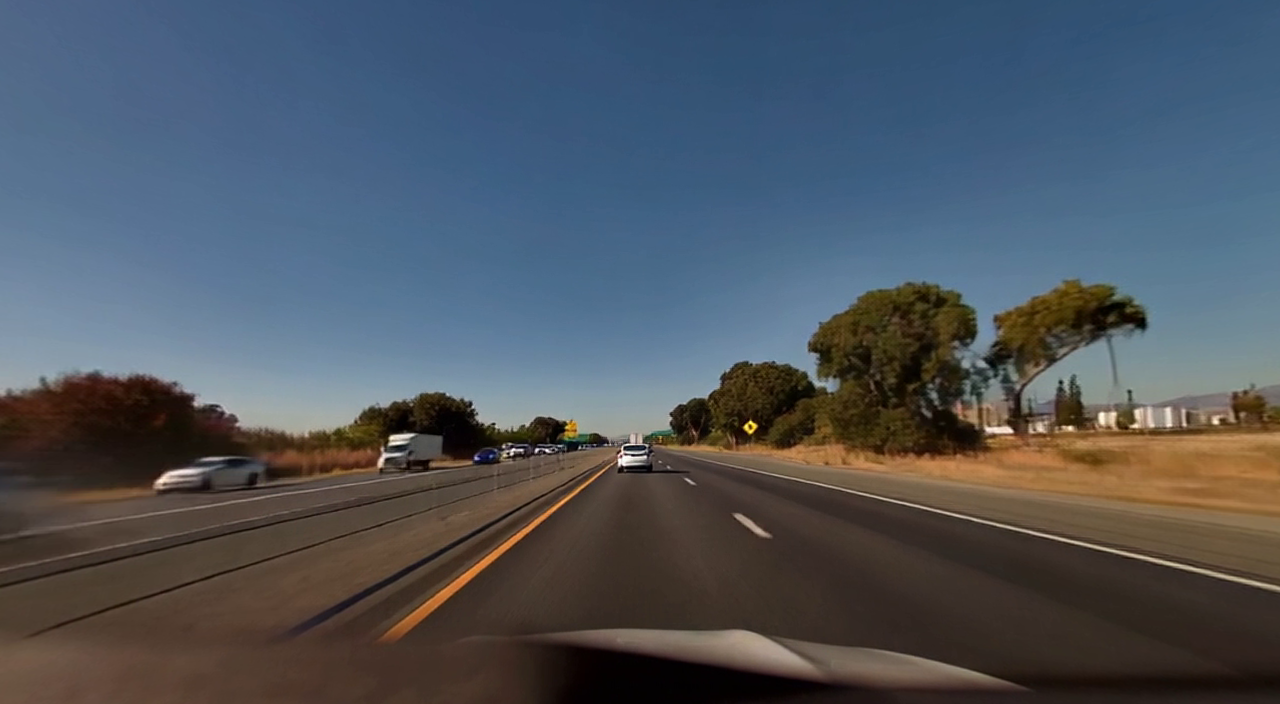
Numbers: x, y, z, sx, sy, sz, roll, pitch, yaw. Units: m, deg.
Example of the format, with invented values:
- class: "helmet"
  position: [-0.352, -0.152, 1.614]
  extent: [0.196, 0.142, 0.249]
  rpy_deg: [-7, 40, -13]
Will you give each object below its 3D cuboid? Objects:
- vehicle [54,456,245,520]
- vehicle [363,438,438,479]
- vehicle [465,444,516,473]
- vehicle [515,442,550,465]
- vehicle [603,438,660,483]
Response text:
- class: "vehicle"
  position: [-12.945, 3.566, 16.950]
  extent: [1.882, 1.432, 4.042]
  rpy_deg: [0, -9, 0]
- class: "vehicle"
  position: [-12.720, 5.688, 33.667]
  extent: [2.119, 1.974, 4.823]
  rpy_deg: [0, -9, -1]
- class: "vehicle"
  position: [-8.486, 6.091, 35.887]
  extent: [1.911, 1.535, 4.238]
  rpy_deg: [0, -9, 0]
- class: "vehicle"
  position: [-8.375, 7.966, 49.084]
  extent: [1.981, 1.681, 4.398]
  rpy_deg: [0, -9, 0]
- class: "vehicle"
  position: [-0.325, 4.051, 23.710]
  extent: [1.971, 1.518, 4.108]
  rpy_deg: [0, -9, -1]
